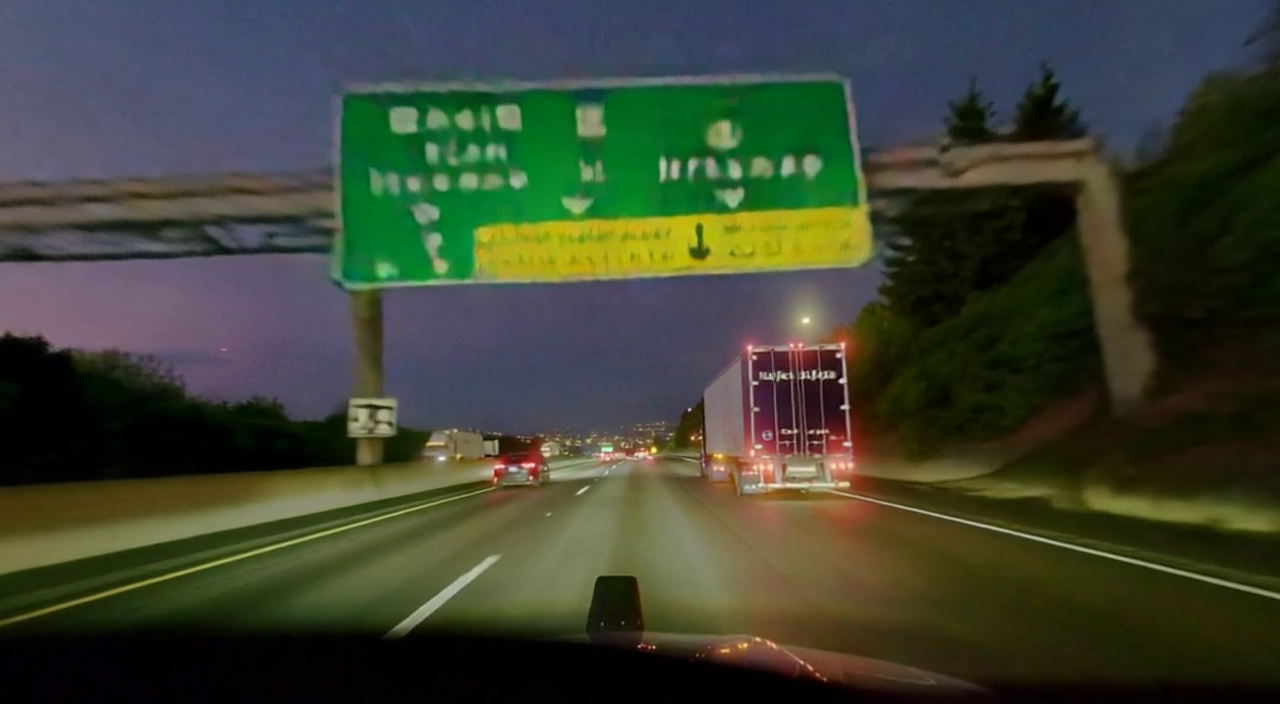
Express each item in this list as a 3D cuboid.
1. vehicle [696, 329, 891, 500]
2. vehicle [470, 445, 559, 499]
[{"bbox_3d":[4.177,2.495,21.676,3.025,4.005,14.010,0,-9,-1],"label":"vehicle"},{"bbox_3d":[-3.797,3.696,19.812,1.918,1.510,4.006,0,-9,1],"label":"vehicle"}]
